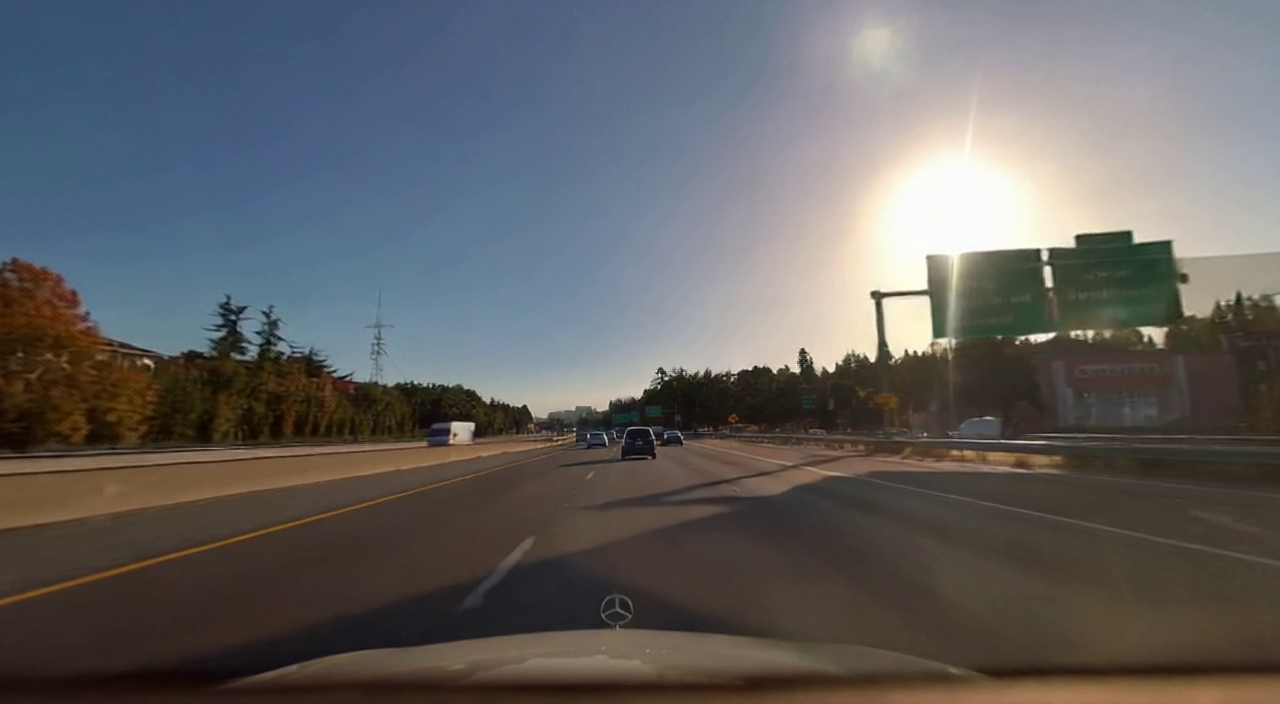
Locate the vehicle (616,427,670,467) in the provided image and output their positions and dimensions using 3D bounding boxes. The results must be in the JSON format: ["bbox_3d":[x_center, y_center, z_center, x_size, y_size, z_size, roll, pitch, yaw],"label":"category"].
[{"bbox_3d":[0.062,3.952,26.474,2.086,1.554,3.875,0,-8,-2],"label":"vehicle"}]
